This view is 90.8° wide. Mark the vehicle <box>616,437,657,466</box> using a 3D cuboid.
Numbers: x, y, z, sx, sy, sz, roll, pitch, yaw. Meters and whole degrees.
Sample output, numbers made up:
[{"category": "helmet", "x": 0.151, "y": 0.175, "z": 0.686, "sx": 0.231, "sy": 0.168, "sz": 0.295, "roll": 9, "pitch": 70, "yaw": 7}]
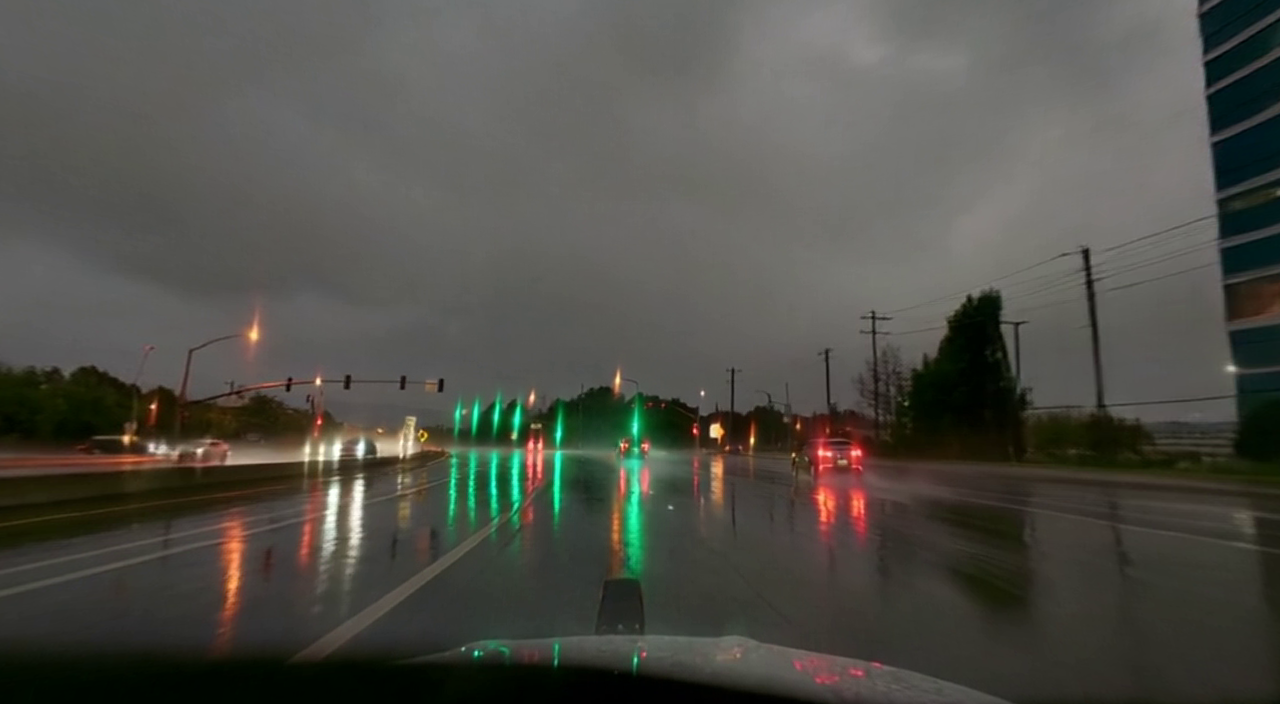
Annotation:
[{"category": "vehicle", "x": -0.296, "y": 6.289, "z": 40.128, "sx": 2.024, "sy": 1.724, "sz": 3.928, "roll": 1, "pitch": -9, "yaw": -9}]

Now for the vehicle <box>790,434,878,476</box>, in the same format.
[{"category": "vehicle", "x": 8.637, "y": 4.614, "z": 28.587, "sx": 2.130, "sy": 1.741, "sz": 4.665, "roll": 1, "pitch": -8, "yaw": -5}]

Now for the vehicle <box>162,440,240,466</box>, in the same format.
[{"category": "vehicle", "x": -27.490, "y": 6.343, "z": 39.766, "sx": 2.006, "sy": 1.506, "sz": 4.769, "roll": 1, "pitch": -9, "yaw": -8}]
